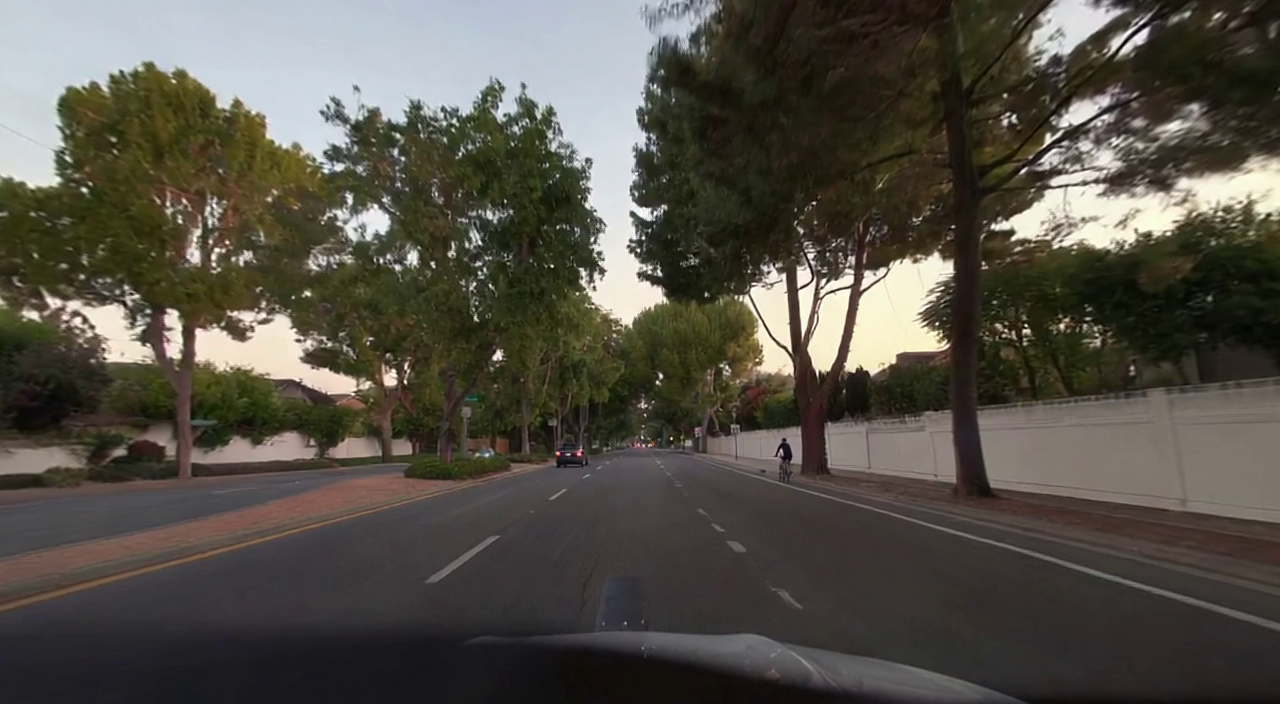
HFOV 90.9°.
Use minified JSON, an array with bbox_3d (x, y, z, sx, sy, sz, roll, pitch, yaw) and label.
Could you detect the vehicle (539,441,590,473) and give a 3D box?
[{"bbox_3d":[-3.715,5.251,31.850,2.011,1.480,4.517,0,-9,0],"label":"vehicle"}]
